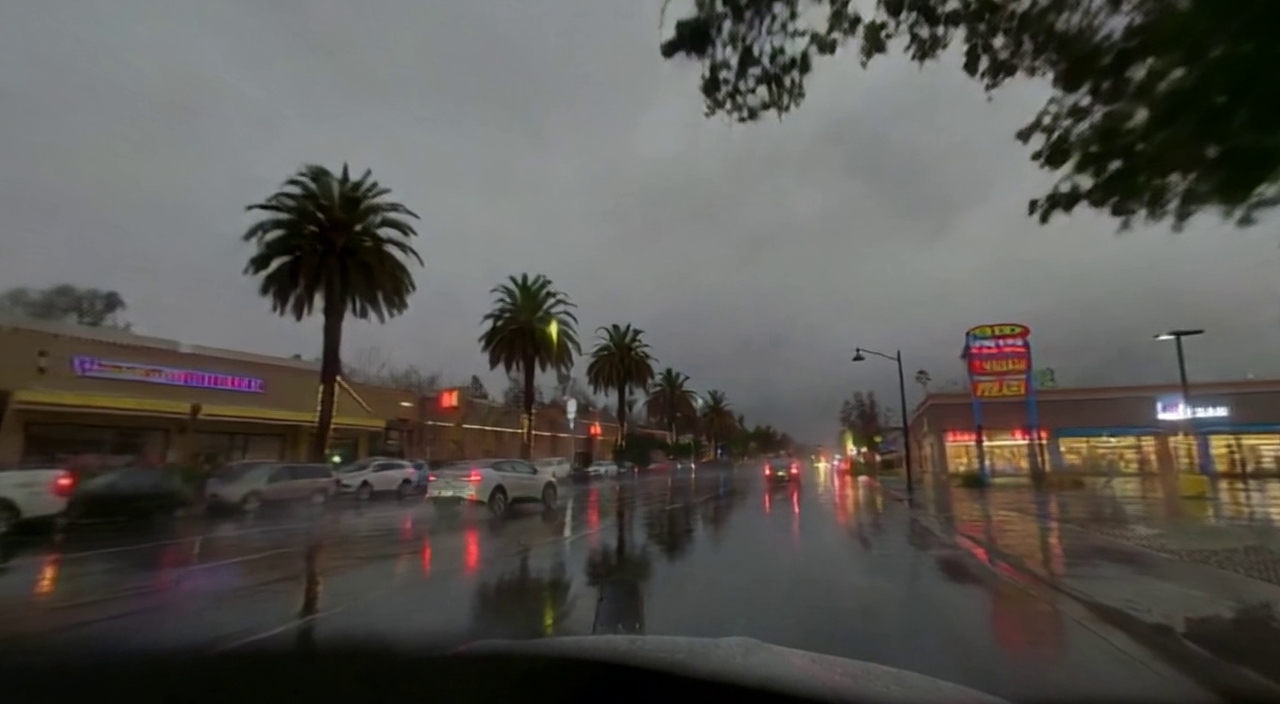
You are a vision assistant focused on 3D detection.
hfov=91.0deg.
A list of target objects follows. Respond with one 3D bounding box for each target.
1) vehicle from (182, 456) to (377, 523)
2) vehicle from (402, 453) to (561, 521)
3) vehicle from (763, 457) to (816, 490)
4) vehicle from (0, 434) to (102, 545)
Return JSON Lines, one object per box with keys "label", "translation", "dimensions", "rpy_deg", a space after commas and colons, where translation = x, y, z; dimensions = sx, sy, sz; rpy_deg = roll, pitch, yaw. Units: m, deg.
{"label": "vehicle", "translation": [-9.442, 3.588, 16.988], "dimensions": [1.837, 1.468, 4.389], "rpy_deg": [-2, -9, 18]}
{"label": "vehicle", "translation": [-4.041, 3.504, 17.002], "dimensions": [2.090, 1.520, 4.452], "rpy_deg": [-2, -9, 17]}
{"label": "vehicle", "translation": [7.879, 6.263, 32.750], "dimensions": [2.139, 1.461, 4.918], "rpy_deg": [-3, -9, 19]}
{"label": "vehicle", "translation": [-11.878, 2.161, 9.778], "dimensions": [1.989, 1.792, 4.884], "rpy_deg": [-5, -13, 16]}
